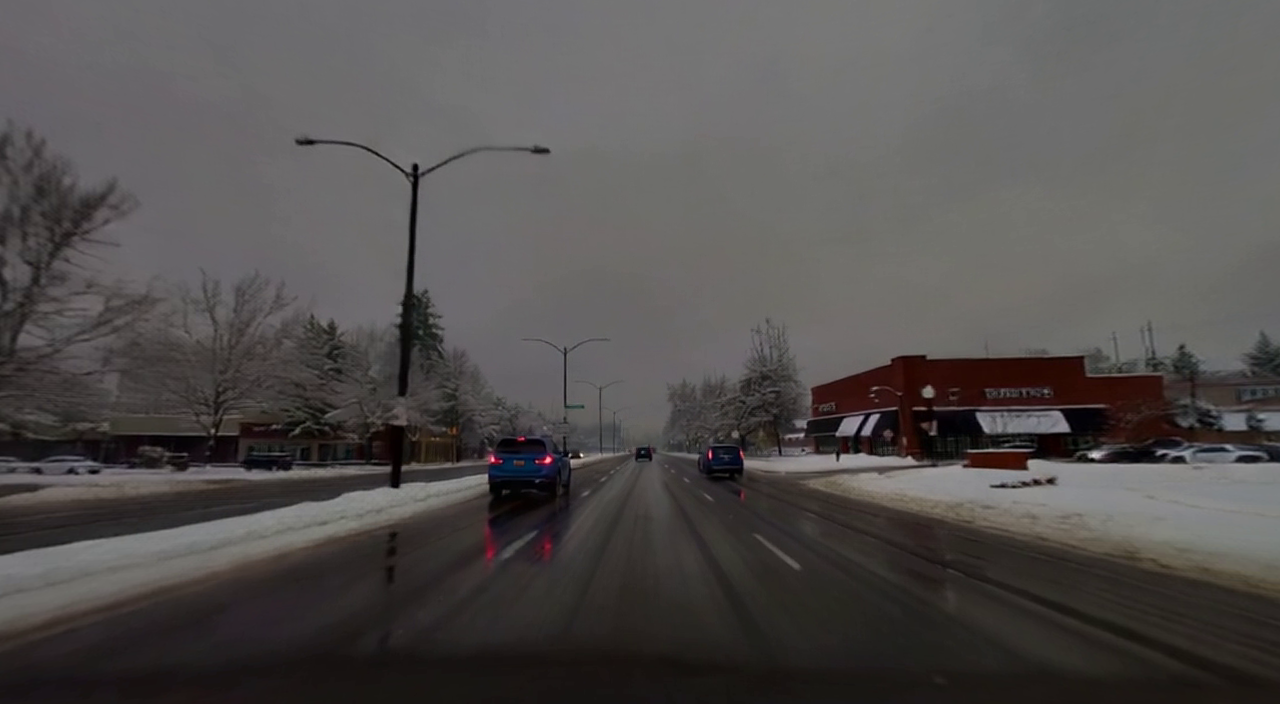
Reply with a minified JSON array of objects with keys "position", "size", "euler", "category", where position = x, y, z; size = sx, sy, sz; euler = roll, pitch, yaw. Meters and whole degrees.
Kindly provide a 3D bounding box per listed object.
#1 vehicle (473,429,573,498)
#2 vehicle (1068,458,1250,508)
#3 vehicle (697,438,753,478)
[{"position":[-3.356,3.313,19.016],"size":[2.047,1.810,4.414],"euler":[0,-9,1],"category":"vehicle"},{"position":[16.477,4.147,20.163],"size":[4.211,1.443,1.819],"euler":[1,-9,-1],"category":"vehicle"},{"position":[4.086,5.167,30.958],"size":[2.083,1.779,4.347],"euler":[1,-9,-1],"category":"vehicle"}]
